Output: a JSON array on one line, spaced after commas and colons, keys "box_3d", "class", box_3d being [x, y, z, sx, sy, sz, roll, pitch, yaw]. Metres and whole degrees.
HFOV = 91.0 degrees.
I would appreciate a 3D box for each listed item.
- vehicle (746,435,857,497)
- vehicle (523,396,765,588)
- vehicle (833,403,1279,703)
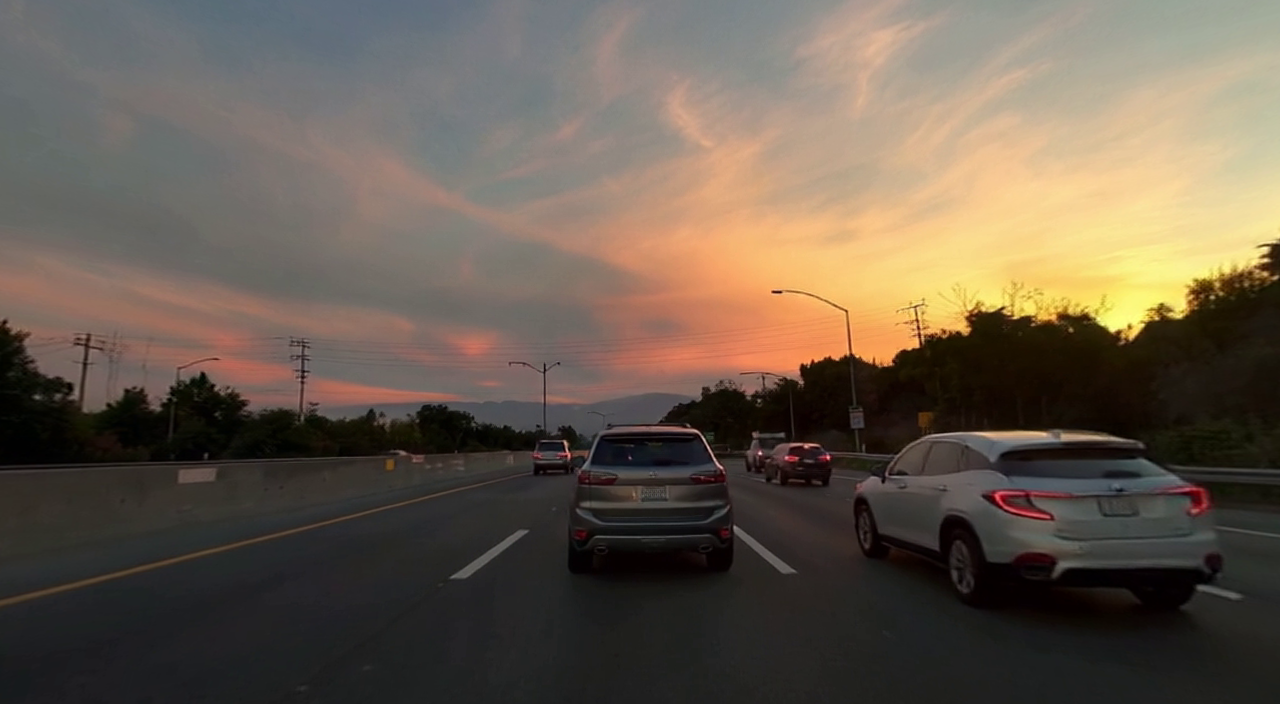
[{"box_3d": [4.796, 3.461, 19.442, 1.972, 1.647, 4.429, 1, -9, -4], "class": "vehicle"}, {"box_3d": [-0.064, 1.598, 7.878, 2.230, 1.740, 3.976, 1, -9, -3], "class": "vehicle"}, {"box_3d": [3.439, 1.392, 5.573, 2.028, 1.534, 4.691, 0, -9, 1], "class": "vehicle"}]
